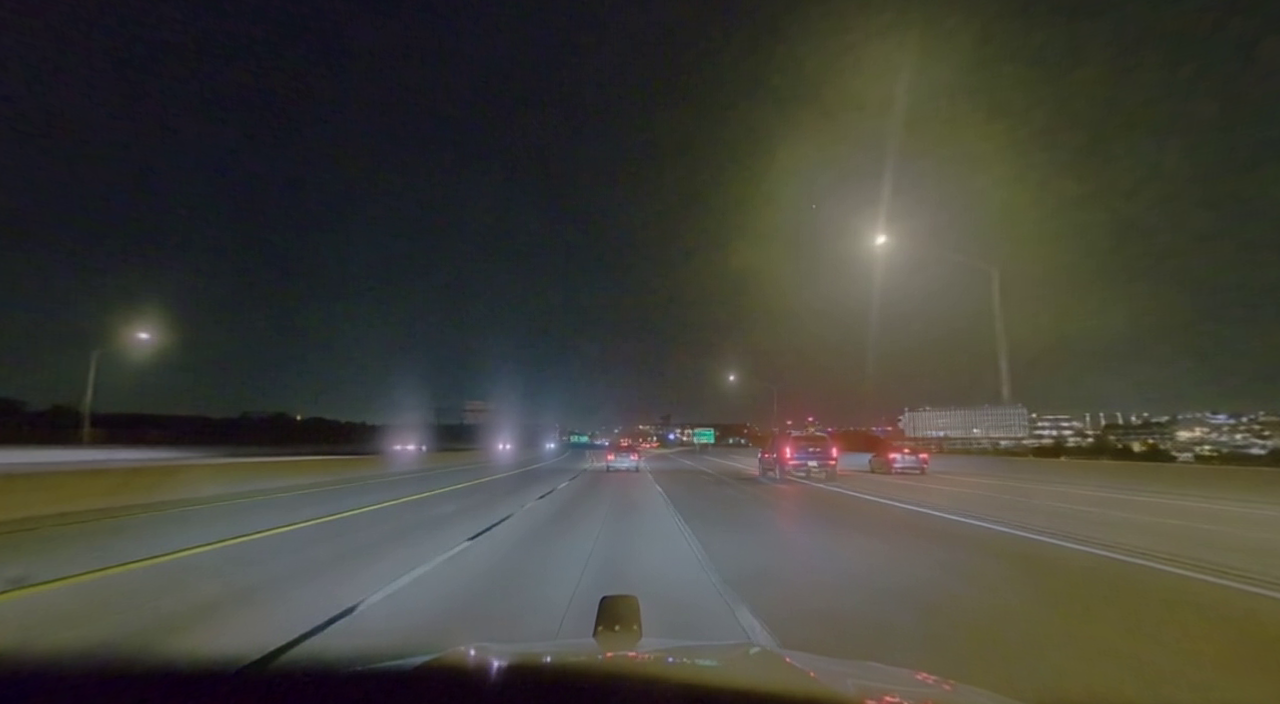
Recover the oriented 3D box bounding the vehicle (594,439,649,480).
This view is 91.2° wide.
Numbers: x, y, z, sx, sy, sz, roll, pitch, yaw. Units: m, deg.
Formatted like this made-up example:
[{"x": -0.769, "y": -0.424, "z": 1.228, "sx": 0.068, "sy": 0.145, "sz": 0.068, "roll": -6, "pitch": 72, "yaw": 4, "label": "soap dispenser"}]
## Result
[{"x": -0.708, "y": 4.356, "z": 25.675, "sx": 2.055, "sy": 1.509, "sz": 4.255, "roll": 0, "pitch": -9, "yaw": 0, "label": "vehicle"}]
